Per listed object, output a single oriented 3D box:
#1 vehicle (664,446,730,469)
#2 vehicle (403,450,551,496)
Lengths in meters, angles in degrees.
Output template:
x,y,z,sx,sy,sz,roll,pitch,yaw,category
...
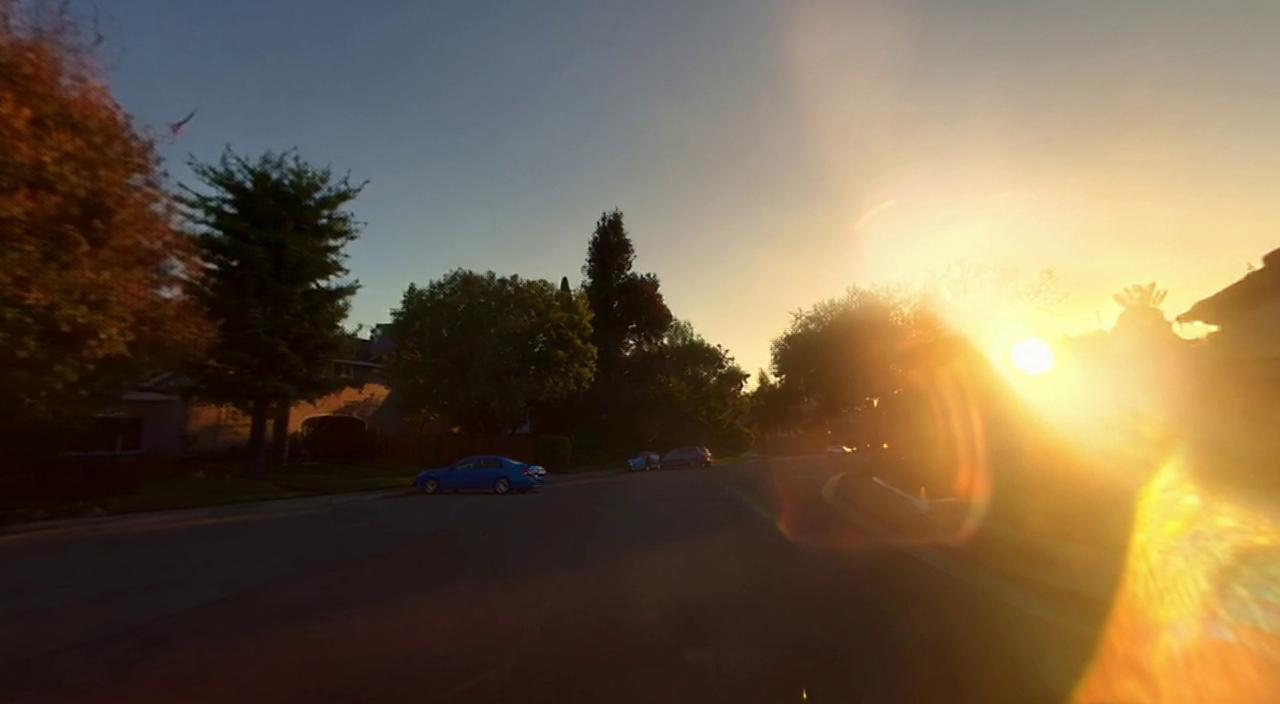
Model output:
x,y,z,sx,sy,sz,roll,pitch,yaw,category
4.422,8.178,49.082,4.692,1.660,1.879,-3,-9,21,vehicle
-5.670,4.211,22.265,4.653,1.480,1.871,-2,-9,10,vehicle
